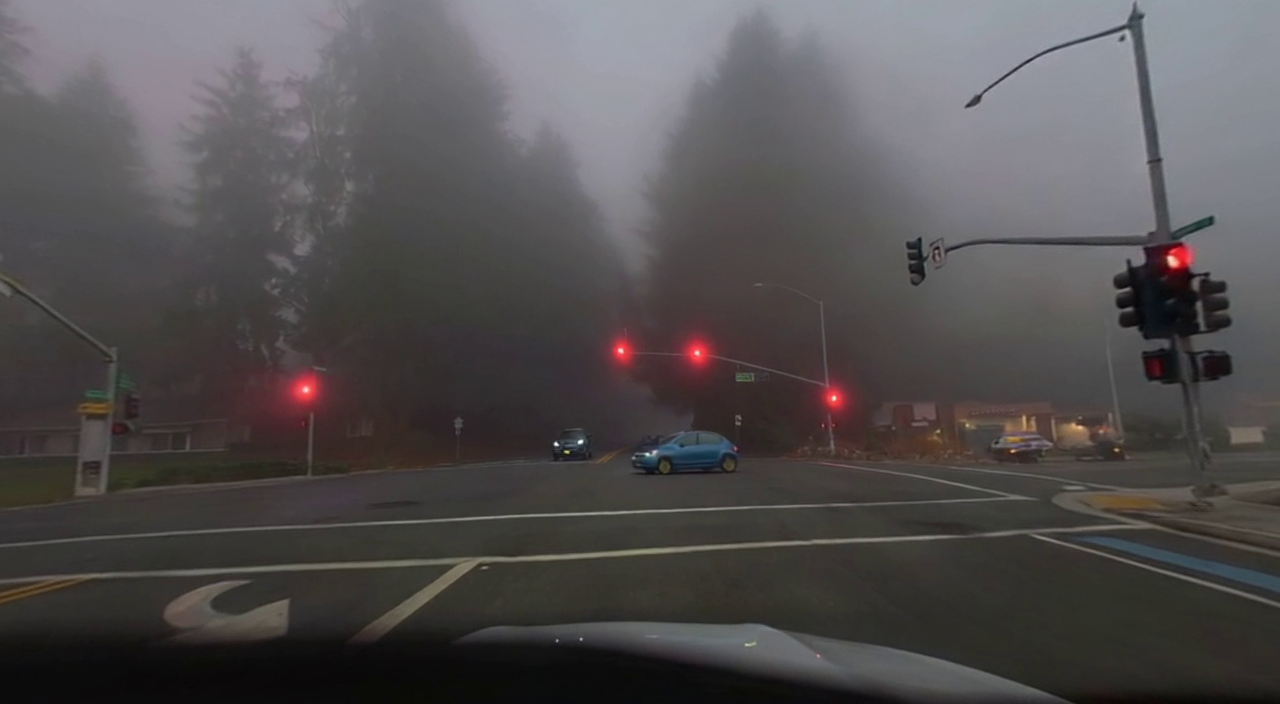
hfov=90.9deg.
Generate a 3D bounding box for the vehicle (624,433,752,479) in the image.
[{"bbox_3d":[1.798,3.722,22.797,4.528,1.482,1.864,6,-11,-38],"label":"vehicle"}]

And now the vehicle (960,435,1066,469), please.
[{"bbox_3d":[17.828,4.758,30.143,4.377,1.523,1.877,3,-9,-19],"label":"vehicle"}]

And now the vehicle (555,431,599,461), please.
[{"bbox_3d":[-3.741,5.675,38.066,2.140,1.638,4.259,0,-8,1],"label":"vehicle"}]
